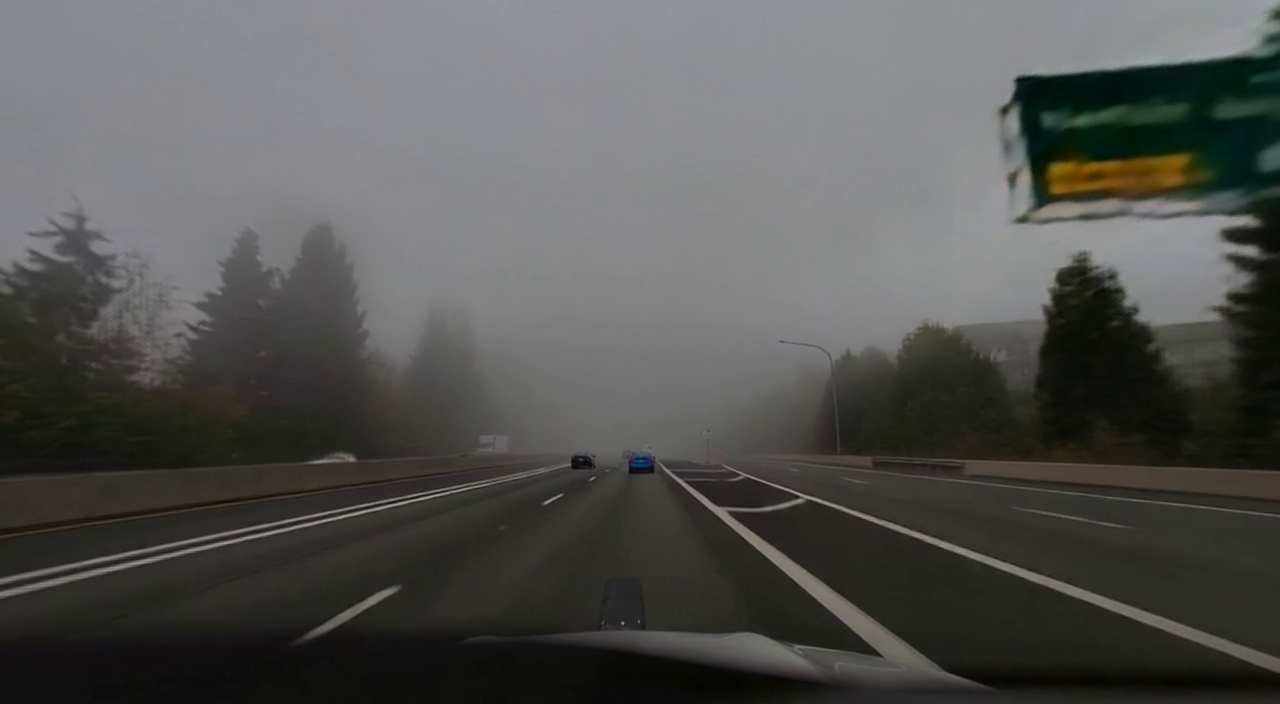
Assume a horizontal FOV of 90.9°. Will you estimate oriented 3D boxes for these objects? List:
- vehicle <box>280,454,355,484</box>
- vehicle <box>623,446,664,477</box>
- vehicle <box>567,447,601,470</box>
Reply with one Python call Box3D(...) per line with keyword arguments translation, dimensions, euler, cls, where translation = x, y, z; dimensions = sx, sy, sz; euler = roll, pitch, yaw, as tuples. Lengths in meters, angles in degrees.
Box3D(translation=(-17.605, 6.376, 34.637), dimensions=(1.764, 1.469, 4.272), euler=(0, -9, 1), cls="vehicle")
Box3D(translation=(0.154, 5.600, 32.437), dimensions=(2.002, 1.449, 3.612), euler=(0, -9, -1), cls="vehicle")
Box3D(translation=(-3.761, 7.218, 42.911), dimensions=(1.877, 1.504, 3.799), euler=(0, -9, 1), cls="vehicle")
